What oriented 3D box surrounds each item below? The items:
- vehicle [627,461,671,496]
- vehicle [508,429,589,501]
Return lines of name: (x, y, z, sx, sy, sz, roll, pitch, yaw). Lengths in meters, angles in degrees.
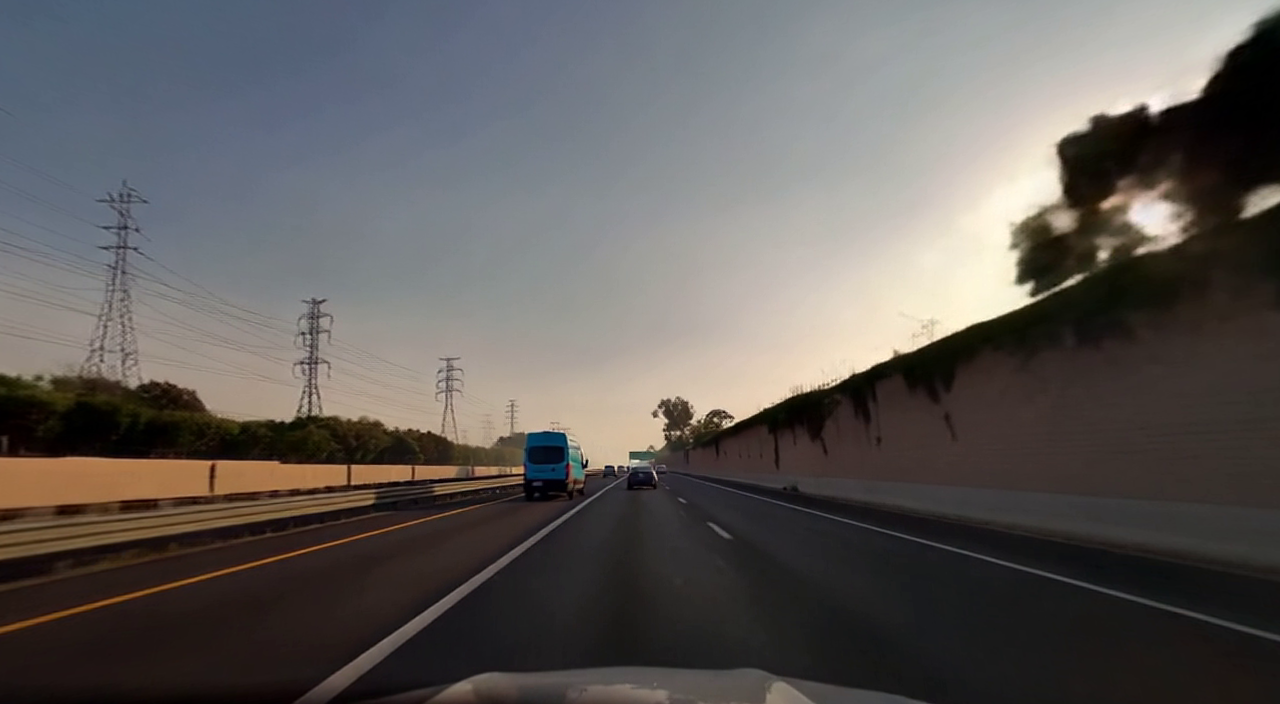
vehicle: (0.407, 6.116, 30.705, 2.006, 1.554, 3.863, 1, -10, 0)
vehicle: (-3.674, 4.810, 26.829, 2.394, 2.609, 6.875, 1, -10, 0)
